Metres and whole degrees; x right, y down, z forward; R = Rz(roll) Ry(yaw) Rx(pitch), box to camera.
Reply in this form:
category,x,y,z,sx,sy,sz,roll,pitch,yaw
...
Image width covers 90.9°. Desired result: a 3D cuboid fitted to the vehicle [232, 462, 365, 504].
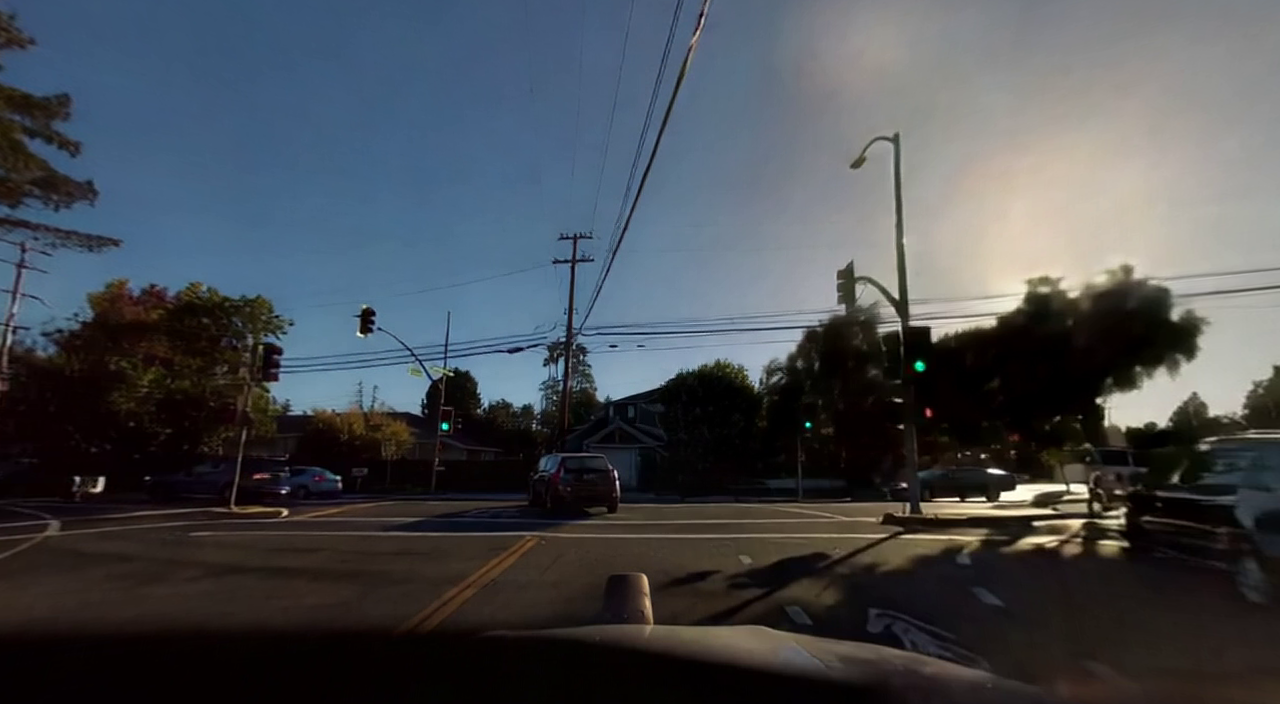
category,x,y,z,sx,sy,sz,roll,pitch,yaw
vehicle,-13.645,5.210,25.306,4.343,1.492,2.063,-2,-9,14

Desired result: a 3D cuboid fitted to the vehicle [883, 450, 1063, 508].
category,x,y,z,sx,sy,sz,roll,pitch,yaw
vehicle,10.629,4.078,20.469,4.600,1.722,2.074,-1,-9,5

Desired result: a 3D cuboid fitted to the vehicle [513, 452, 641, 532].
category,x,y,z,sx,sy,sz,roll,pitch,yaw
vehicle,-1.687,3.188,15.087,2.078,1.506,4.512,3,-9,-18

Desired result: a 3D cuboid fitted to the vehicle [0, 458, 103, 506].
category,x,y,z,sx,sy,sz,roll,pitch,yaw
vehicle,-21.565,4.430,21.704,4.736,1.475,1.921,-1,-9,9

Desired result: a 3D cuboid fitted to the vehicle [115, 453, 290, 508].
category,x,y,z,sx,sy,sz,roll,pitch,yaw
vehicle,-14.303,4.173,20.756,4.485,1.625,1.980,-1,-8,8

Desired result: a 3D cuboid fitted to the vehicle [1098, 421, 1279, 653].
category,x,y,z,sx,sy,sz,roll,pitch,yaw
vehicle,6.361,1.595,6.034,1.969,1.738,4.515,-3,-9,21
